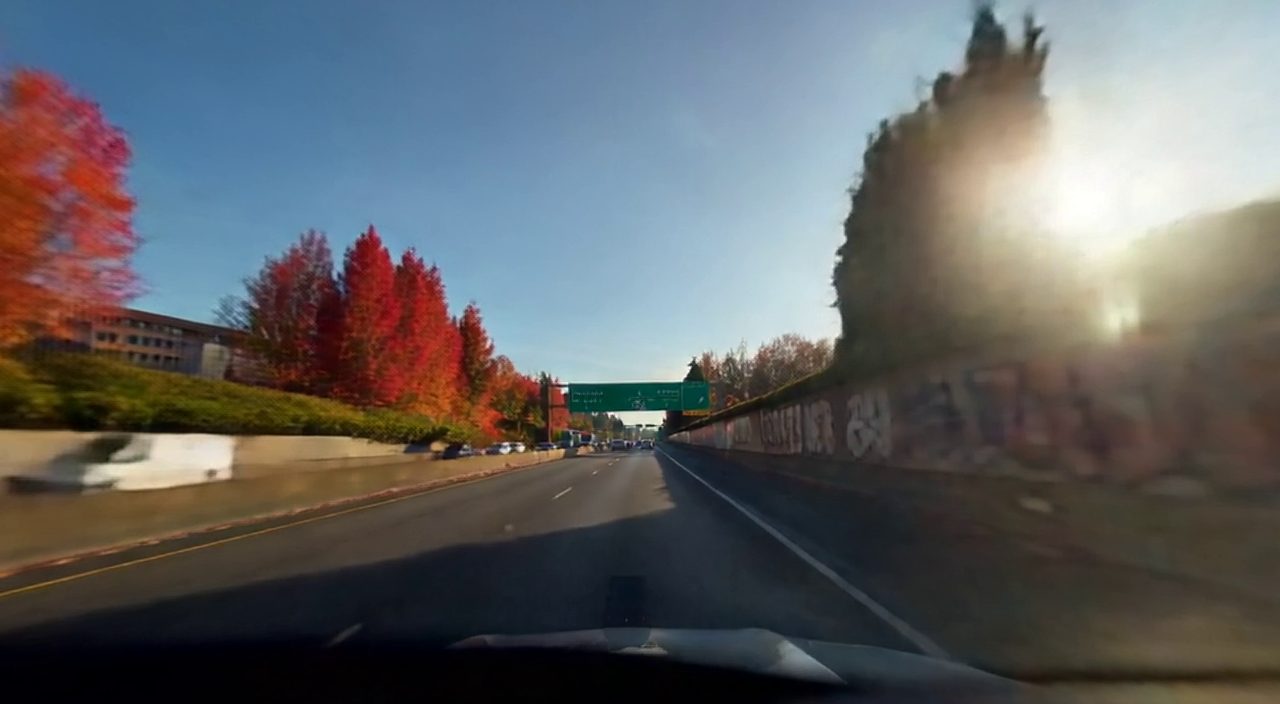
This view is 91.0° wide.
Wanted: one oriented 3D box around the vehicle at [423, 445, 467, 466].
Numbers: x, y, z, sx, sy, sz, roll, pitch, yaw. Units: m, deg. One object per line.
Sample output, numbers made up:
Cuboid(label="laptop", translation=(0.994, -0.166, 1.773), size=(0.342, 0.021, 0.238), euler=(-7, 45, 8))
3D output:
Cuboid(label="vehicle", translation=(-14.522, 7.736, 47.155), size=(1.796, 1.495, 4.504), euler=(0, -8, 1))

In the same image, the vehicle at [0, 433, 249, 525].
Cuboid(label="vehicle", translation=(-10.881, 2.585, 13.493), size=(1.988, 1.594, 4.624), euler=(0, -8, 0))
